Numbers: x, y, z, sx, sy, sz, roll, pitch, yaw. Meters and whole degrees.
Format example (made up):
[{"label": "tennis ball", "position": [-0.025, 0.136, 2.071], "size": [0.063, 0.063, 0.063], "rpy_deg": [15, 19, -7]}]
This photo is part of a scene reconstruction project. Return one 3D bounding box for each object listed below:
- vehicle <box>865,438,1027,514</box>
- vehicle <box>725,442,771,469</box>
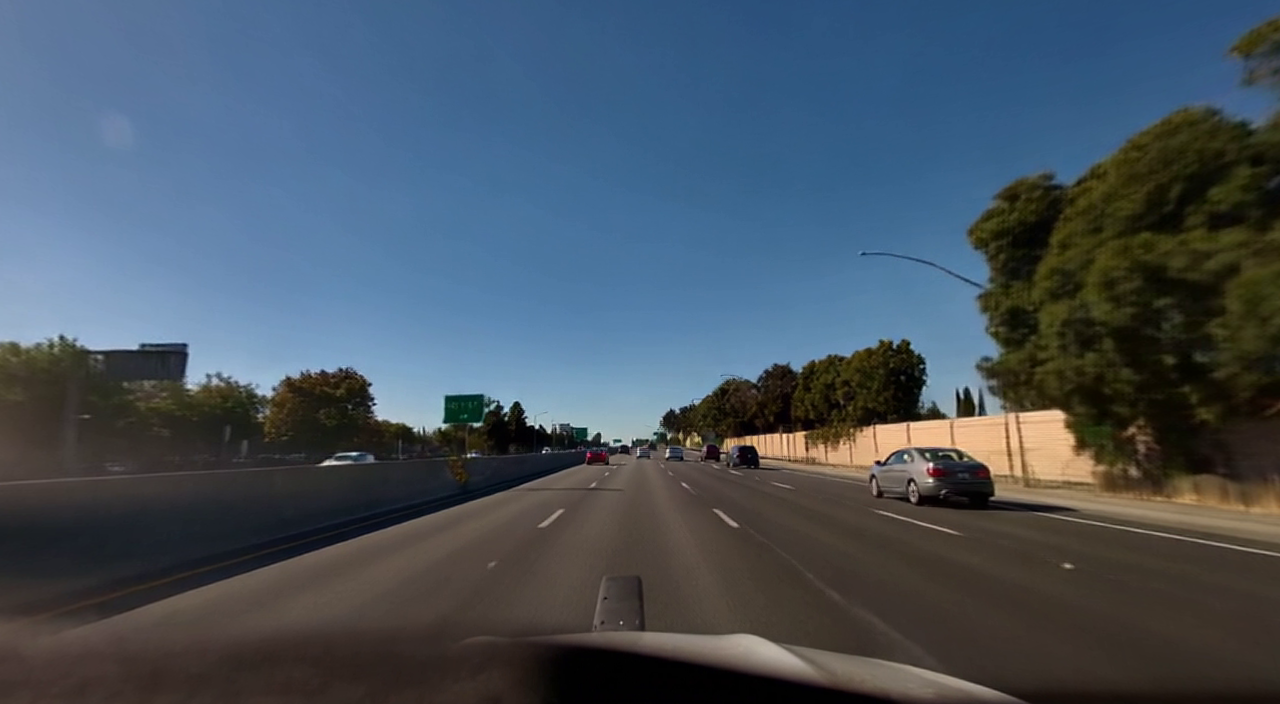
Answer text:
[{"label": "vehicle", "position": [6.870, 2.782, 14.694], "size": [1.838, 1.518, 3.713], "rpy_deg": [0, -8, -1]}, {"label": "vehicle", "position": [6.642, 6.435, 39.420], "size": [1.987, 1.597, 4.463], "rpy_deg": [0, -8, -1]}]
